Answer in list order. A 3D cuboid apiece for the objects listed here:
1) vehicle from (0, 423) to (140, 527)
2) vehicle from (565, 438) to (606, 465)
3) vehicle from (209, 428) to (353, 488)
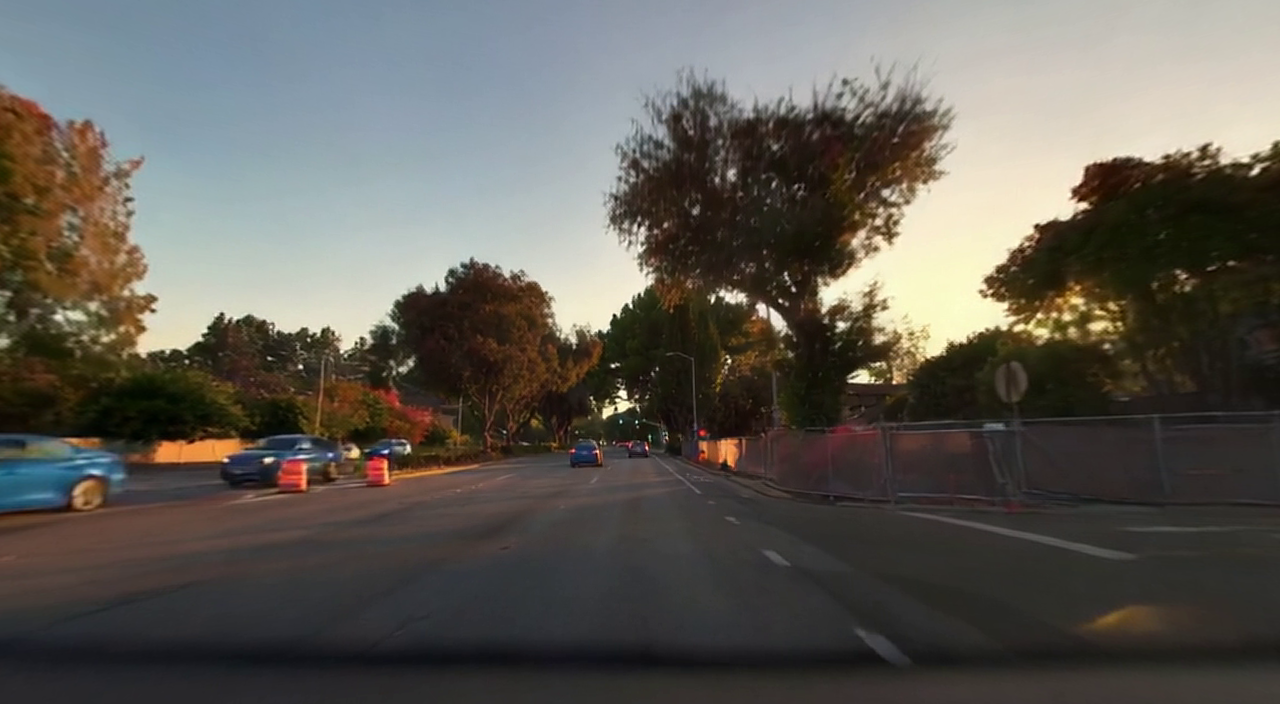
[{"bbox_3d":[-10.630,1.884,9.676,2.009,1.541,4.753,0,-8,-1],"label":"vehicle"},{"bbox_3d":[-3.531,6.539,41.508,2.198,1.663,4.519,0,-8,1],"label":"vehicle"},{"bbox_3d":[-11.122,3.303,19.960,2.014,1.674,4.337,0,-8,0],"label":"vehicle"}]
